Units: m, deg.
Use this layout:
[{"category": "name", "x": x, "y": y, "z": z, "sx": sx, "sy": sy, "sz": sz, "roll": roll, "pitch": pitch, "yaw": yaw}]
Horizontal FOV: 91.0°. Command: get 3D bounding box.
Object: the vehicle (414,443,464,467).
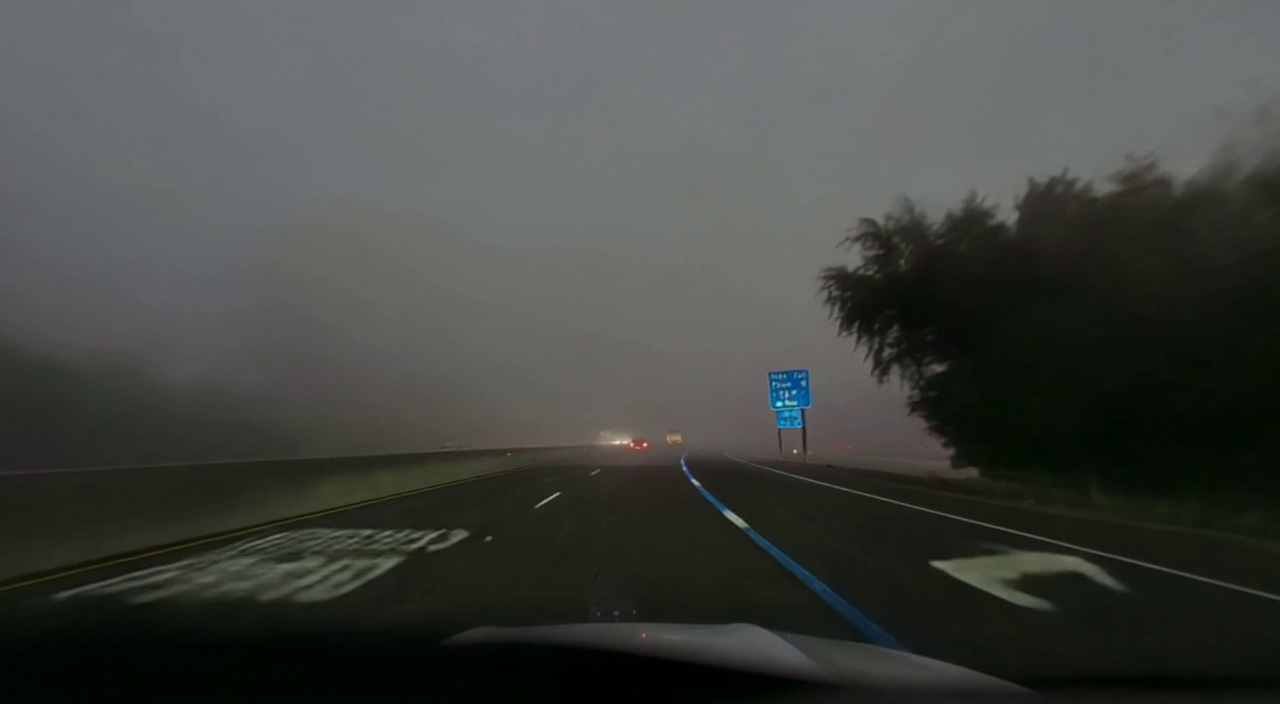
[{"category": "vehicle", "x": -15.111, "y": 7.730, "z": 47.519, "sx": 2.038, "sy": 1.667, "sz": 4.222, "roll": -1, "pitch": -8, "yaw": 5}]
